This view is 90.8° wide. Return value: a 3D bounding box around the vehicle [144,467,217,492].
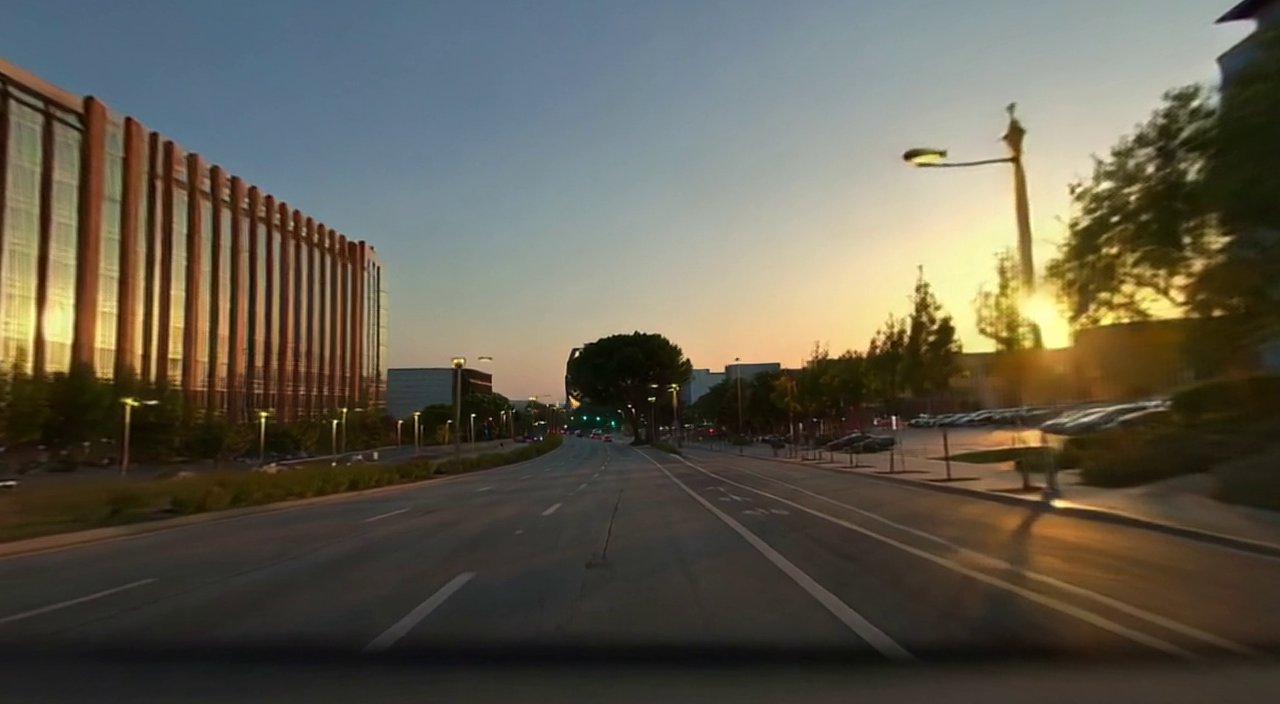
[{"bbox_3d":[-33.526,9.282,46.221,2.020,1.552,4.568,0,-8,-2],"label":"vehicle"}]
